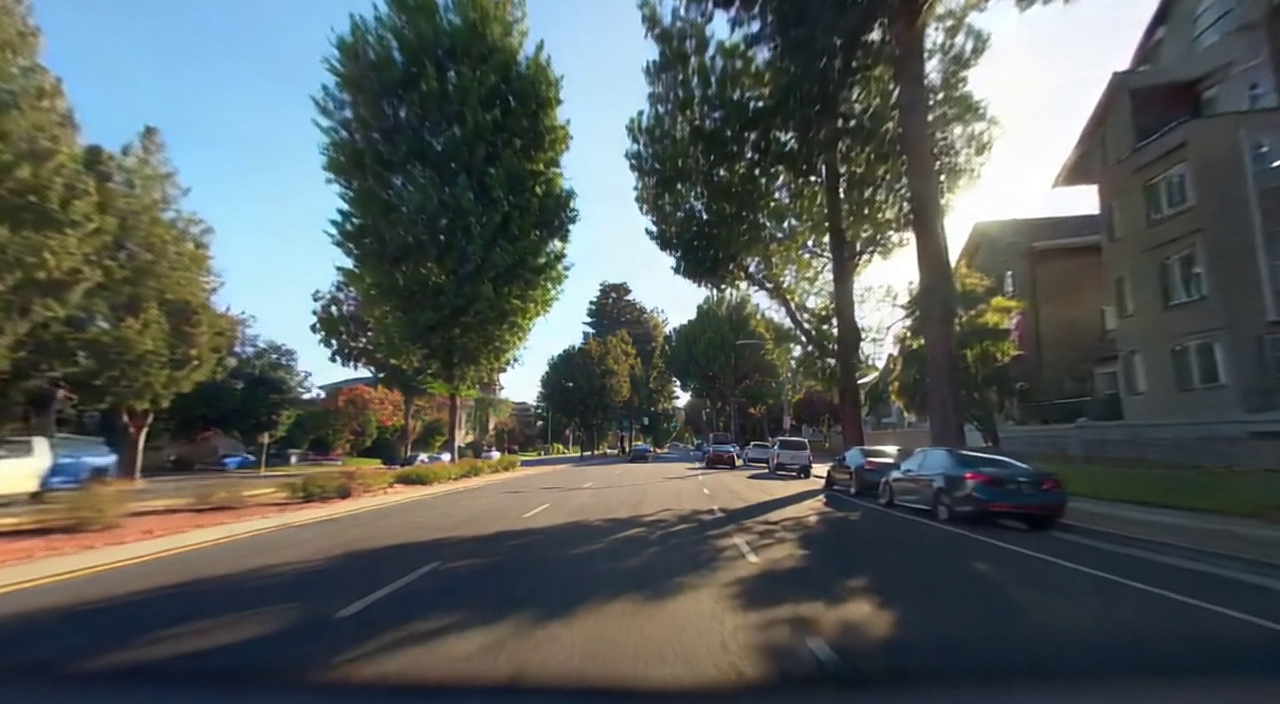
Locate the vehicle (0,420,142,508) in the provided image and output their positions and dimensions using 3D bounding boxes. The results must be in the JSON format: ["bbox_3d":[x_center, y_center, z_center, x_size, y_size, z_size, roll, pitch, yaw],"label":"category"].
[{"bbox_3d":[-15.210,2.644,15.030,2.049,1.933,5.586,0,-8,0],"label":"vehicle"}]

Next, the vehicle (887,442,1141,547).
[{"bbox_3d":[6.605,2.518,12.009,1.959,1.538,4.953,0,-9,2],"label":"vehicle"}]

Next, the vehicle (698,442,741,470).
[{"bbox_3d":[4.537,6.017,36.572,2.128,1.502,4.572,0,-9,3],"label":"vehicle"}]

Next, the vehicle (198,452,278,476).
[{"bbox_3d":[-29.658,8.212,46.544,4.598,1.661,1.958,7,-11,-40],"label":"vehicle"}]

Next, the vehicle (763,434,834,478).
[{"bbox_3d":[7.730,5.155,31.438,2.213,1.949,5.907,0,-9,2],"label":"vehicle"}]
